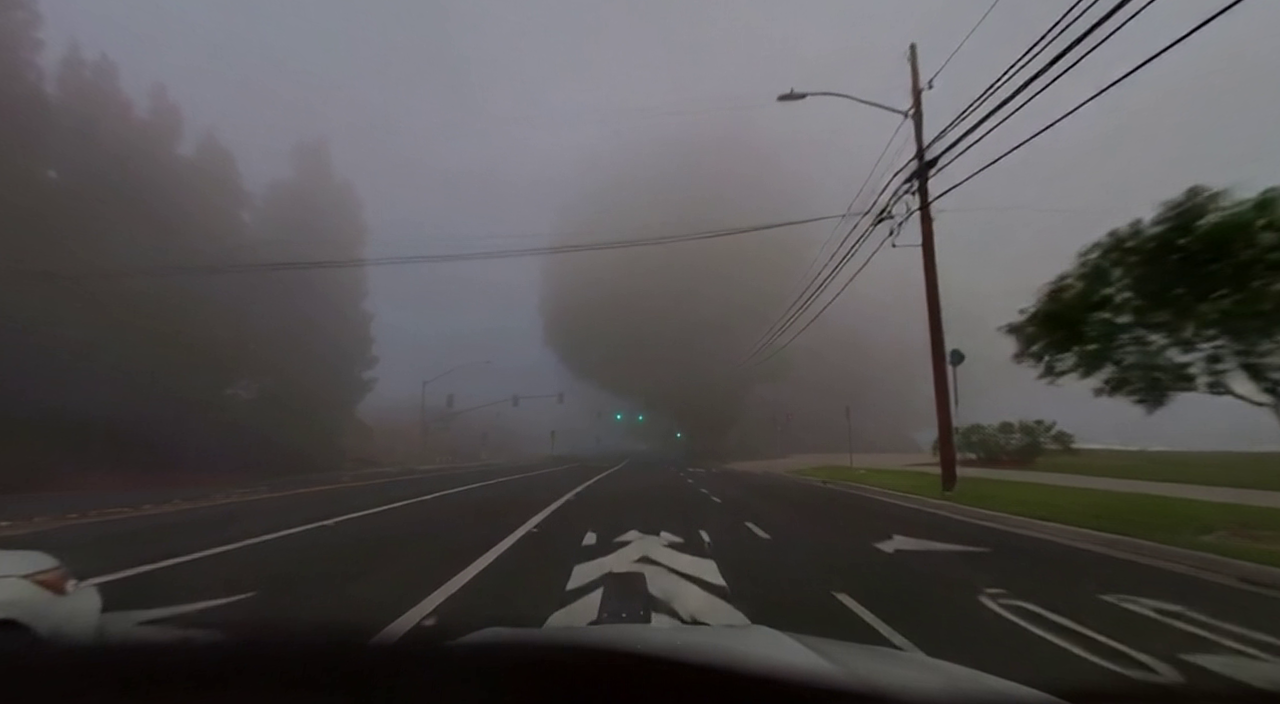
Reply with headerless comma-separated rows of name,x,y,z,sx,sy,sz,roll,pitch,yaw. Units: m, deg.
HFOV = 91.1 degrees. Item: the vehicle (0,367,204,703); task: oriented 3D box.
vehicle,-3.354,0.614,0.699,2.139,1.564,4.901,0,-9,1
